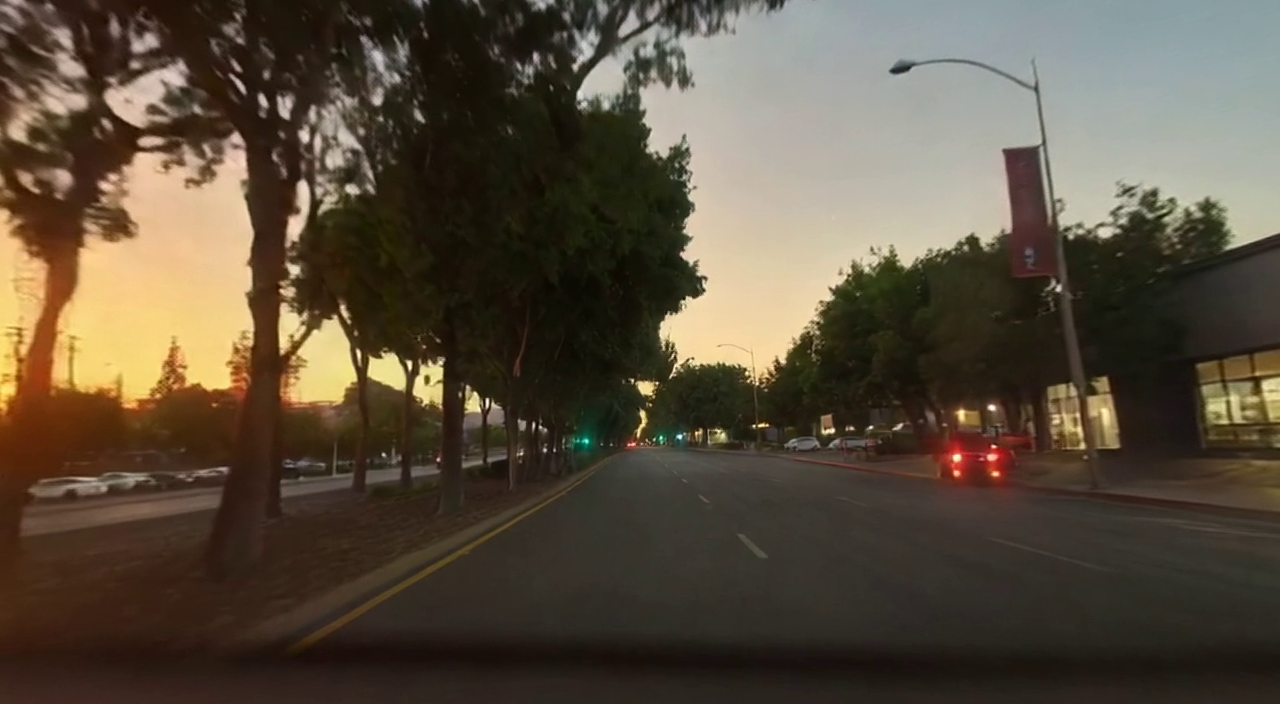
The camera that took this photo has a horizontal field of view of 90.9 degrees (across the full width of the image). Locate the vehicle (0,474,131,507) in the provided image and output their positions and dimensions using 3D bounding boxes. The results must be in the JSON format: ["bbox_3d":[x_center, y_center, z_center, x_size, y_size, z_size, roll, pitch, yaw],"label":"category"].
[{"bbox_3d":[-30.953,7.457,34.182,4.735,1.468,2.047,4,-9,-25],"label":"vehicle"}]

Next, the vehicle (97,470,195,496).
[{"bbox_3d":[-31.097,8.283,39.853,4.377,1.424,1.936,3,-9,-18],"label":"vehicle"}]
